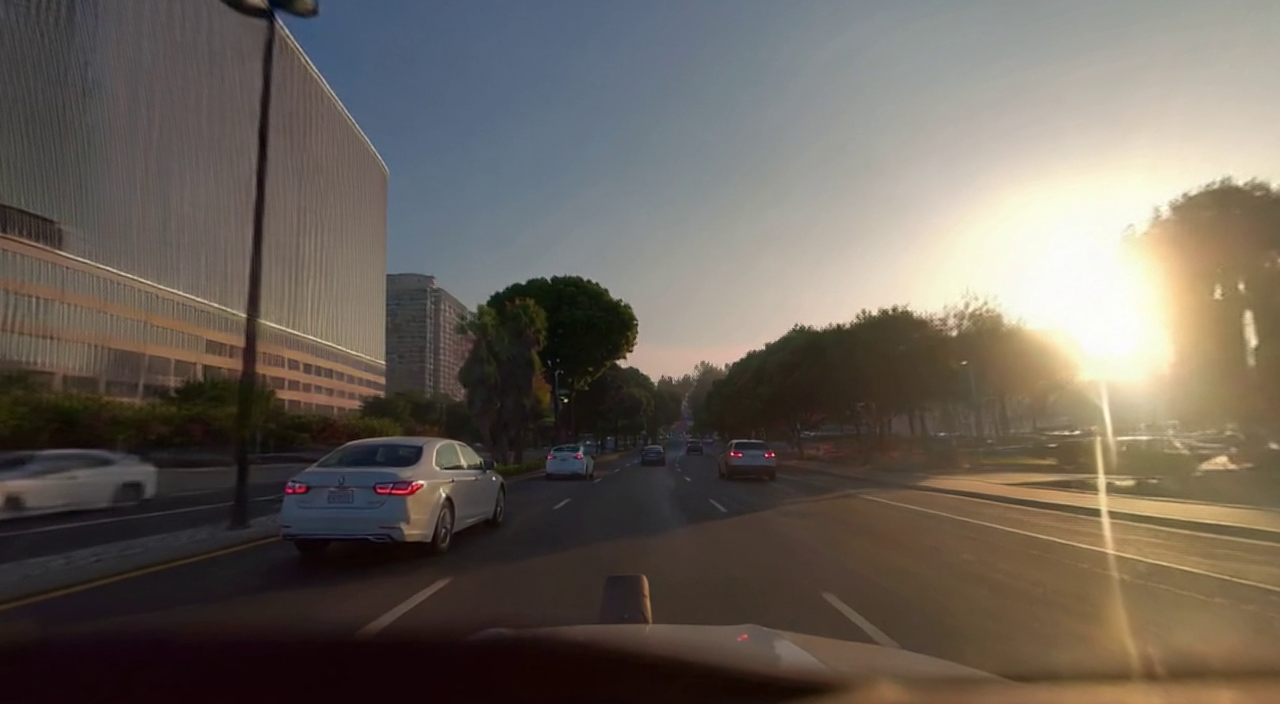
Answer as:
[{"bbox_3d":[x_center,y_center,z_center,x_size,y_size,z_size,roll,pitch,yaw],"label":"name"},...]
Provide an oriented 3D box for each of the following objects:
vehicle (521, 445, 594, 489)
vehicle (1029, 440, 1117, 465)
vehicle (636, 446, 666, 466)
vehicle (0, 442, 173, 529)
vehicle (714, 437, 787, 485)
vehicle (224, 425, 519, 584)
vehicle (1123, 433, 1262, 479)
[{"bbox_3d":[-2.924,4.176,23.306,1.980,1.454,4.226,-1,-8,2],"label":"vehicle"},{"bbox_3d":[30.378,7.090,44.363,4.667,1.674,1.767,-1,-9,9],"label":"vehicle"},{"bbox_3d":[0.874,7.919,48.113,2.164,1.477,3.988,-1,-8,2],"label":"vehicle"},{"bbox_3d":[-12.247,2.616,12.899,2.110,1.512,4.107,-1,-8,2],"label":"vehicle"},{"bbox_3d":[4.284,4.291,25.060,2.103,1.699,4.171,0,-8,0],"label":"vehicle"},{"bbox_3d":[-3.127,1.860,8.616,2.118,1.568,4.436,0,-8,-1],"label":"vehicle"},{"bbox_3d":[17.882,3.355,20.450,3.368,1.389,1.595,2,-9,-12],"label":"vehicle"}]
